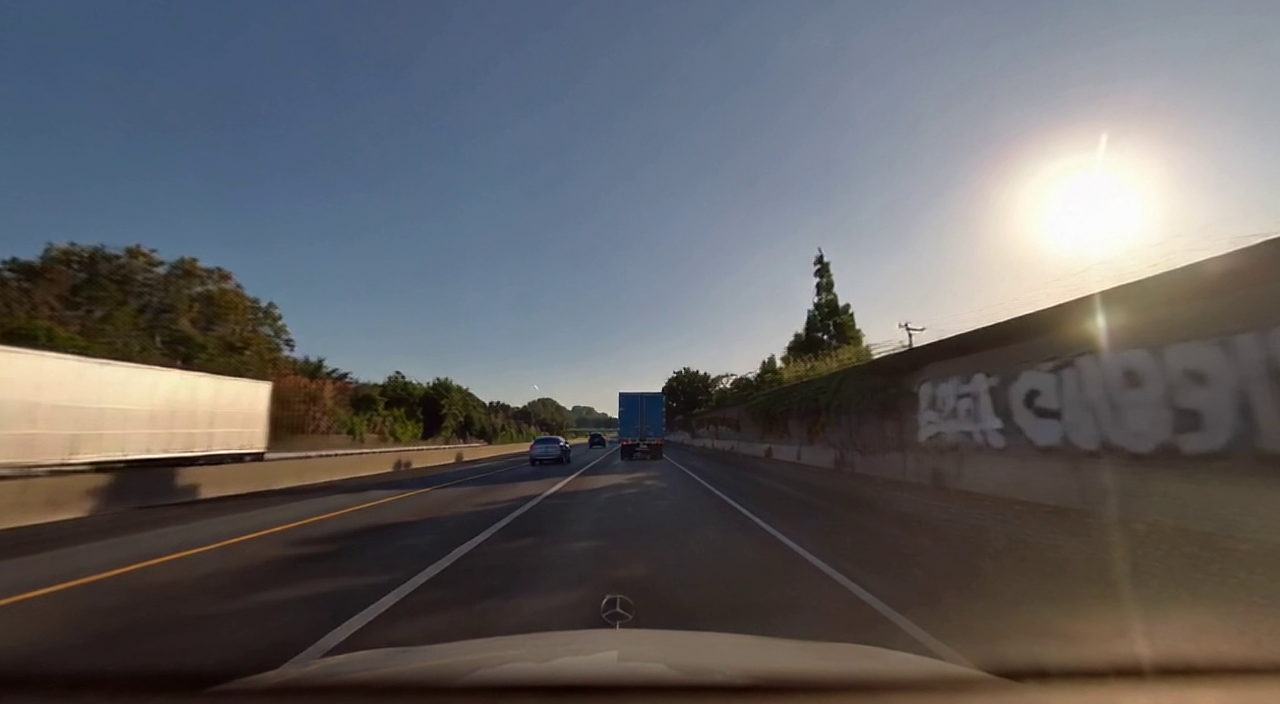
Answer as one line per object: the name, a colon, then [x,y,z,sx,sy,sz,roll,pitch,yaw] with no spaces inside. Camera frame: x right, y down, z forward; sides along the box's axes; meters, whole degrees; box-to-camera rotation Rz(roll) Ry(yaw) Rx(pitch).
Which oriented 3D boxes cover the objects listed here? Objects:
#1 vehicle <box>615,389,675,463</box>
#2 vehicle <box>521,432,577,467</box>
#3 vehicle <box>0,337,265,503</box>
vehicle: [0.145,4.260,35.679,2.927,3.649,9.443,0,-8,-1]
vehicle: [-4.182,4.543,29.663,1.948,1.526,4.525,0,-8,0]
vehicle: [-18.111,2.178,19.336,3.166,4.222,16.648,0,-8,-1]
